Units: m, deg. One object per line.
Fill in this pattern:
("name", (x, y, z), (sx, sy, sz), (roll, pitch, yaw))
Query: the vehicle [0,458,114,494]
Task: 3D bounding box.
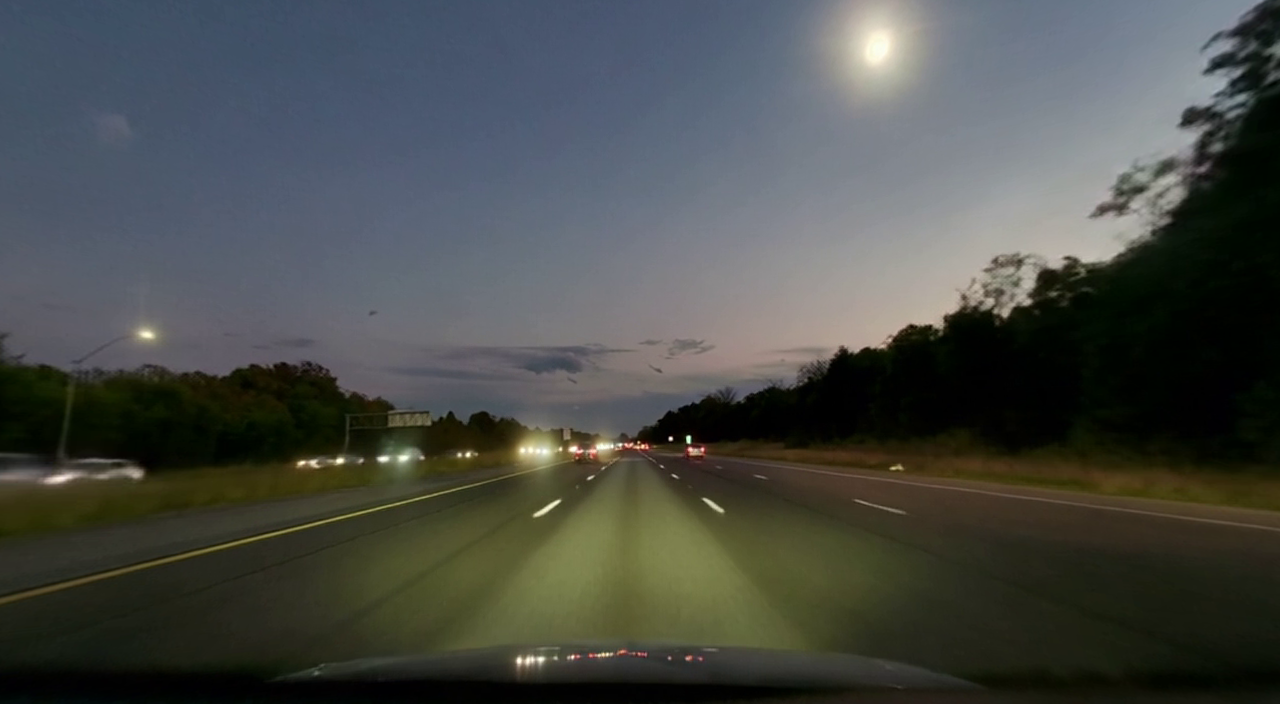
("vehicle", (-28.424, 5.947, 30.599), (1.879, 1.475, 4.688), (0, -9, -1))
